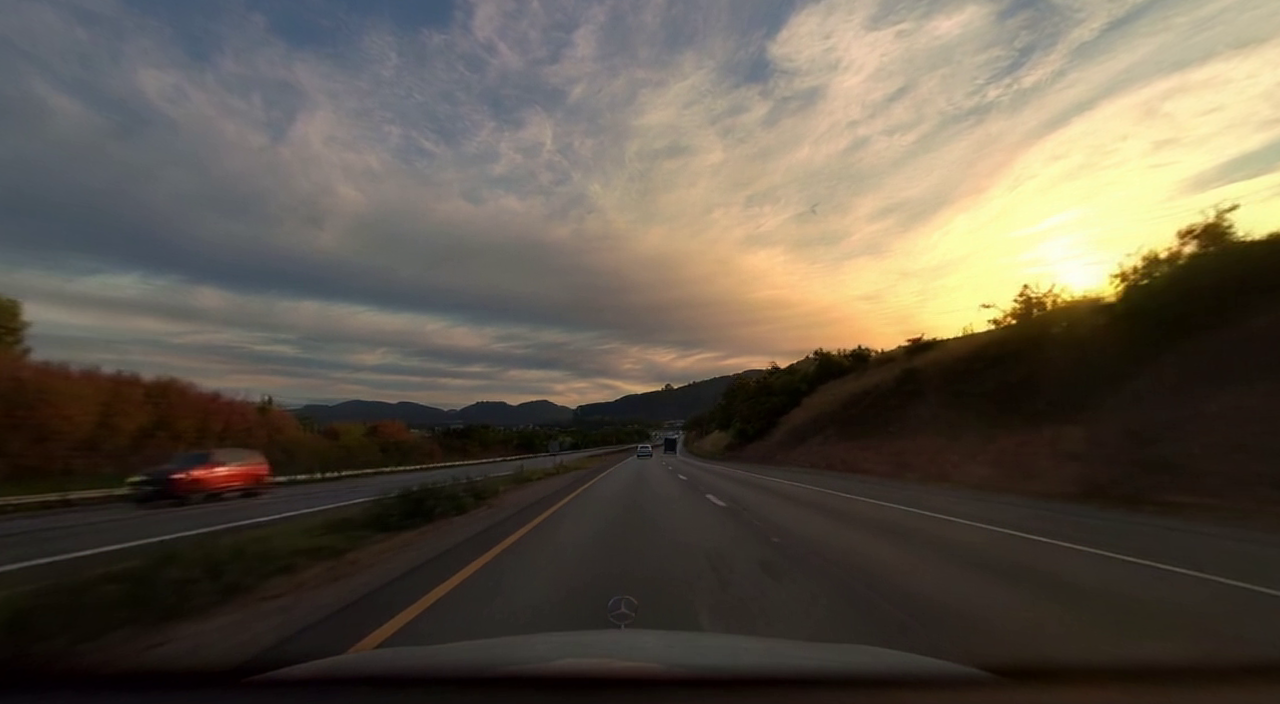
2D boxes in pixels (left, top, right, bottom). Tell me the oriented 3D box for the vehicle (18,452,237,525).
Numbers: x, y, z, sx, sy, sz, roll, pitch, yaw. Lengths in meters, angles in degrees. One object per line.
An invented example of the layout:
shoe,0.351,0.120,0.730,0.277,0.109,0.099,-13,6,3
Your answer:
vehicle,-13.295,3.508,16.835,1.993,1.537,4.613,-3,-9,0
